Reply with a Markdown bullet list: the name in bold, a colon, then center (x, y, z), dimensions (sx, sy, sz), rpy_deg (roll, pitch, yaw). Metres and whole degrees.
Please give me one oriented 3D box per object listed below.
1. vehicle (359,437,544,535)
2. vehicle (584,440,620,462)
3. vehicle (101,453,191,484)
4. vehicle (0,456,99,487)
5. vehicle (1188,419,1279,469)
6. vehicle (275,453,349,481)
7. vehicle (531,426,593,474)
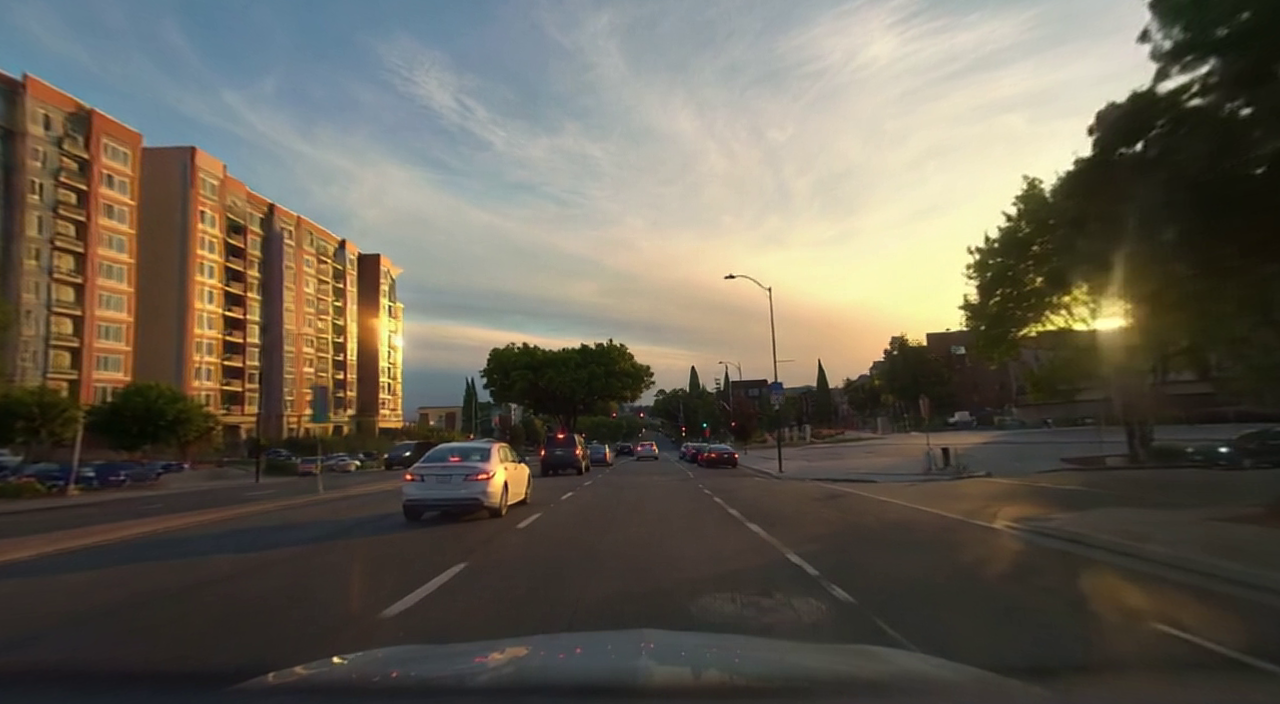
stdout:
- **vehicle**: center (-3.055, 2.267, 11.307), dimensions (1.959, 1.406, 4.272), rpy_deg (0, -9, 1)
- **vehicle**: center (-2.646, 7.072, 45.029), dimensions (2.246, 1.481, 4.146), rpy_deg (0, -9, 2)
- **vehicle**: center (-28.669, 6.744, 36.768), dimensions (1.859, 1.614, 4.102), rpy_deg (0, -9, 1)
- **vehicle**: center (-34.293, 6.883, 36.496), dimensions (1.868, 1.591, 4.503), rpy_deg (0, -9, 0)
- **vehicle**: center (22.506, 3.299, 22.550), dimensions (3.857, 1.679, 2.044), rpy_deg (0, -9, -1)
- **vehicle**: center (-19.641, 6.893, 38.013), dimensions (1.878, 1.472, 4.736), rpy_deg (0, -9, 1)
- **vehicle**: center (-3.438, 4.421, 28.611), dimensions (2.152, 1.987, 4.527), rpy_deg (0, -9, 1)
